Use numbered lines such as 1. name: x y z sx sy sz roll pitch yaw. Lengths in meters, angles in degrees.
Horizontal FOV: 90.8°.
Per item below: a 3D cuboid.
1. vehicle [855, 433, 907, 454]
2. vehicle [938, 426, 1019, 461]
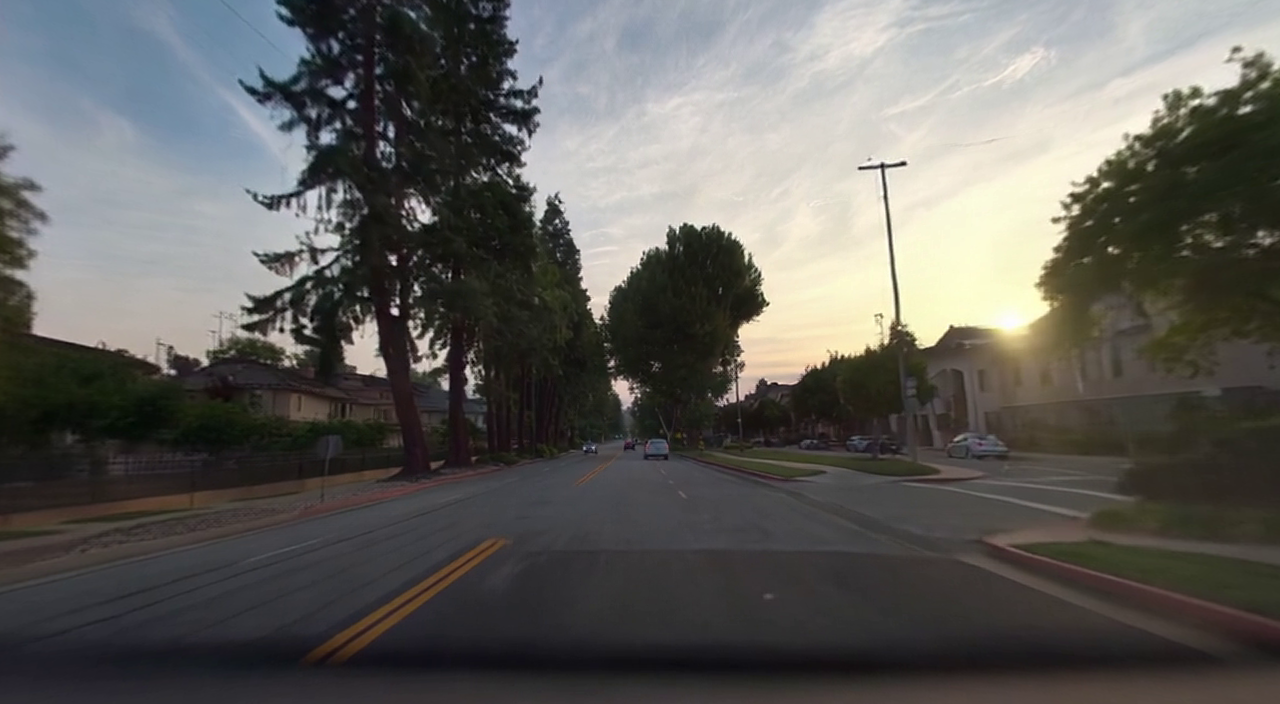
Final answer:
1. vehicle: 17.780 6.784 46.883 1.813 1.464 4.925 0 -9 -2
2. vehicle: 18.224 4.977 34.288 1.936 1.722 4.562 0 -9 1
